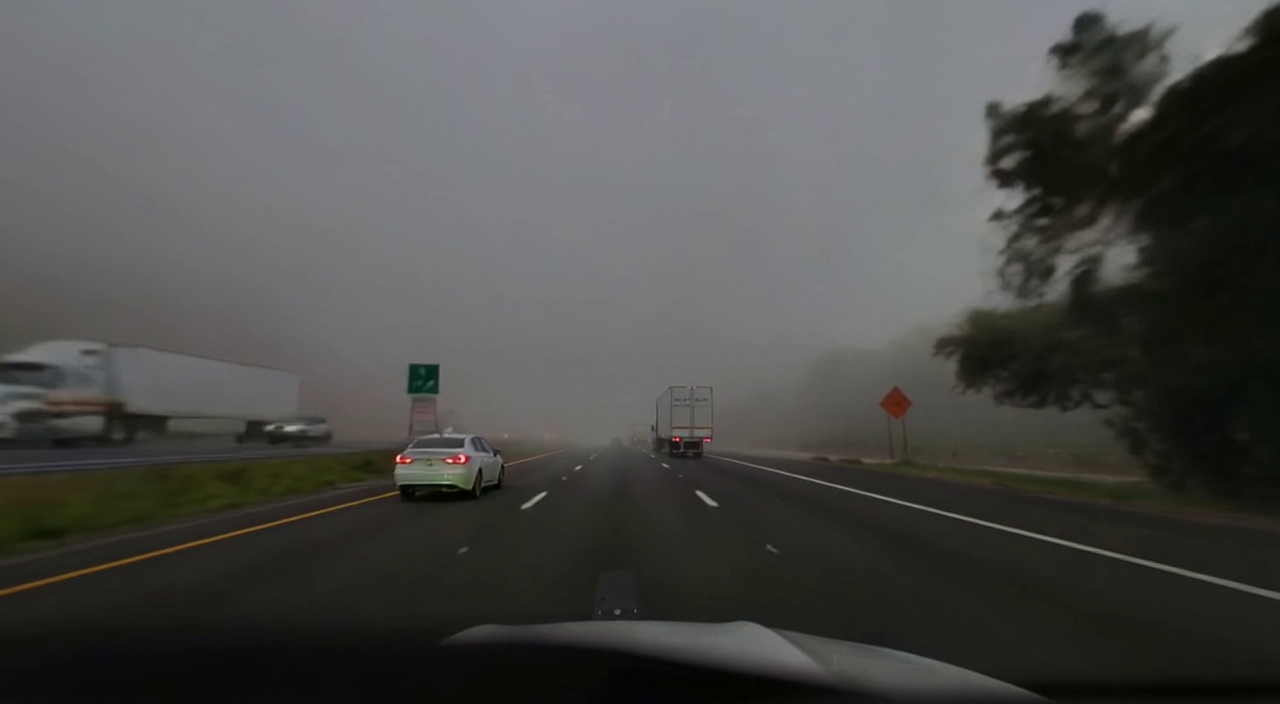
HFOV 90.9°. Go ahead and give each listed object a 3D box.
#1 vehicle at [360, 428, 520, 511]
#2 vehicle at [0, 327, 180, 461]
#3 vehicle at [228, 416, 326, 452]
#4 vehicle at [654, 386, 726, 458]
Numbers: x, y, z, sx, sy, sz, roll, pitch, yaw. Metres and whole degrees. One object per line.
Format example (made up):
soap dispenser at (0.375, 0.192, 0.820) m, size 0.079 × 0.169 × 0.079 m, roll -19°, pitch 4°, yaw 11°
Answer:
vehicle at (-3.941, 2.360, 13.316) m, size 1.971 × 1.444 × 4.401 m, roll 0°, pitch -8°, yaw -1°
vehicle at (-19.412, 1.571, 21.215) m, size 3.132 × 3.870 × 5.926 m, roll 1°, pitch -8°, yaw 0°
vehicle at (-16.528, 3.770, 28.983) m, size 1.890 × 1.477 × 4.467 m, roll 0°, pitch -8°, yaw -1°
vehicle at (3.009, 4.875, 42.833) m, size 3.241 × 4.042 × 14.292 m, roll 0°, pitch -7°, yaw -2°
